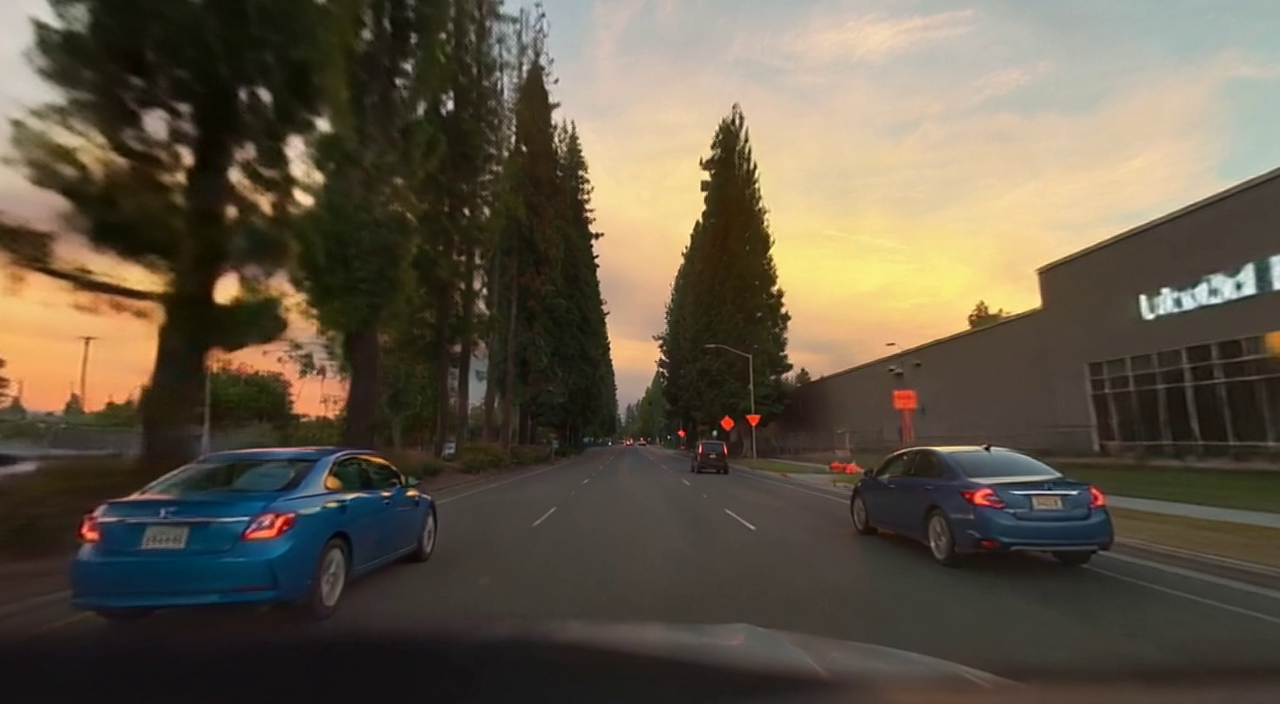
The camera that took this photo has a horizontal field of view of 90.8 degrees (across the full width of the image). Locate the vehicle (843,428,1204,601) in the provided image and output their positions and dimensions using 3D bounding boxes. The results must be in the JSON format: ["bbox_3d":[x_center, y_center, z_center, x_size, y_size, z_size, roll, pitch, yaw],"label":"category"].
[{"bbox_3d":[3.976,1.704,7.461,1.827,1.491,3.743,0,-9,-1],"label":"vehicle"}]

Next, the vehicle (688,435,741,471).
[{"bbox_3d":[3.904,5.424,34.139,2.159,1.793,4.735,0,-9,-2],"label":"vehicle"}]

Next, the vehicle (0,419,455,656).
[{"bbox_3d":[-3.384,1.475,6.100,2.020,1.474,4.098,0,-9,-1],"label":"vehicle"}]
